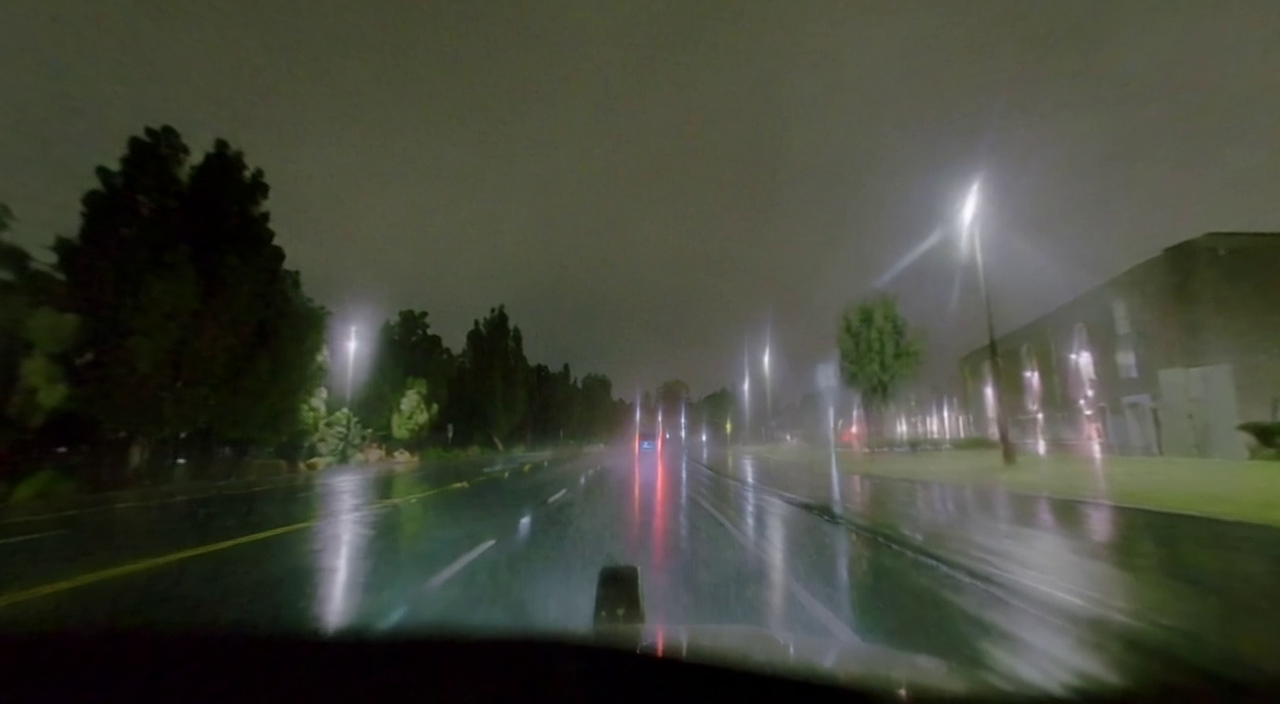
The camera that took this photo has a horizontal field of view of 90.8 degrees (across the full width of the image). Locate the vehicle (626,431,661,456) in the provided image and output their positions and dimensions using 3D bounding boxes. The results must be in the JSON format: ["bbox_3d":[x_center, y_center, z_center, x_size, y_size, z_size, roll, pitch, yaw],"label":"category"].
[{"bbox_3d":[0.325,6.862,47.299,2.370,1.781,4.440,-1,-9,4],"label":"vehicle"}]
